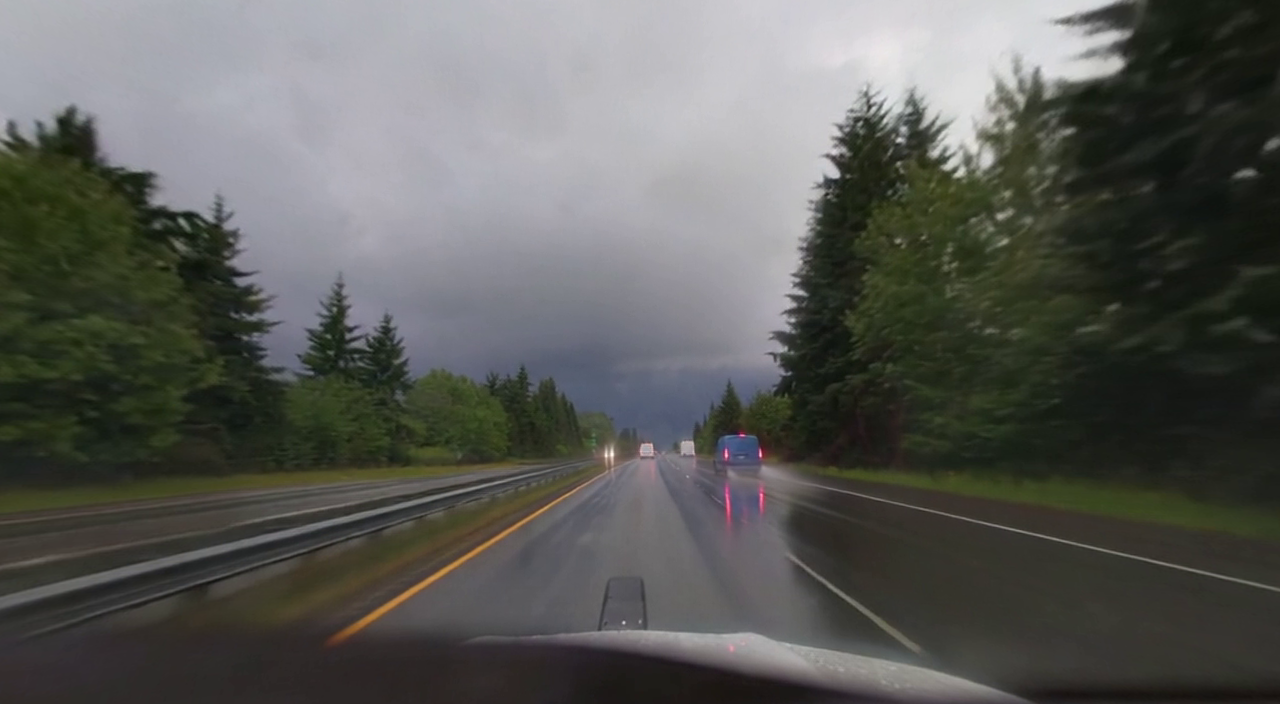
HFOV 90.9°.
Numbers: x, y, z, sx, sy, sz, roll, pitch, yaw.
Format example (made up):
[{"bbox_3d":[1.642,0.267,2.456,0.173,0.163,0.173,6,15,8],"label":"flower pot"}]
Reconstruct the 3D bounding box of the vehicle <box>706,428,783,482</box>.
[{"bbox_3d":[4.270,4.339,26.682,2.371,2.045,4.768,0,-9,-1],"label":"vehicle"}]
